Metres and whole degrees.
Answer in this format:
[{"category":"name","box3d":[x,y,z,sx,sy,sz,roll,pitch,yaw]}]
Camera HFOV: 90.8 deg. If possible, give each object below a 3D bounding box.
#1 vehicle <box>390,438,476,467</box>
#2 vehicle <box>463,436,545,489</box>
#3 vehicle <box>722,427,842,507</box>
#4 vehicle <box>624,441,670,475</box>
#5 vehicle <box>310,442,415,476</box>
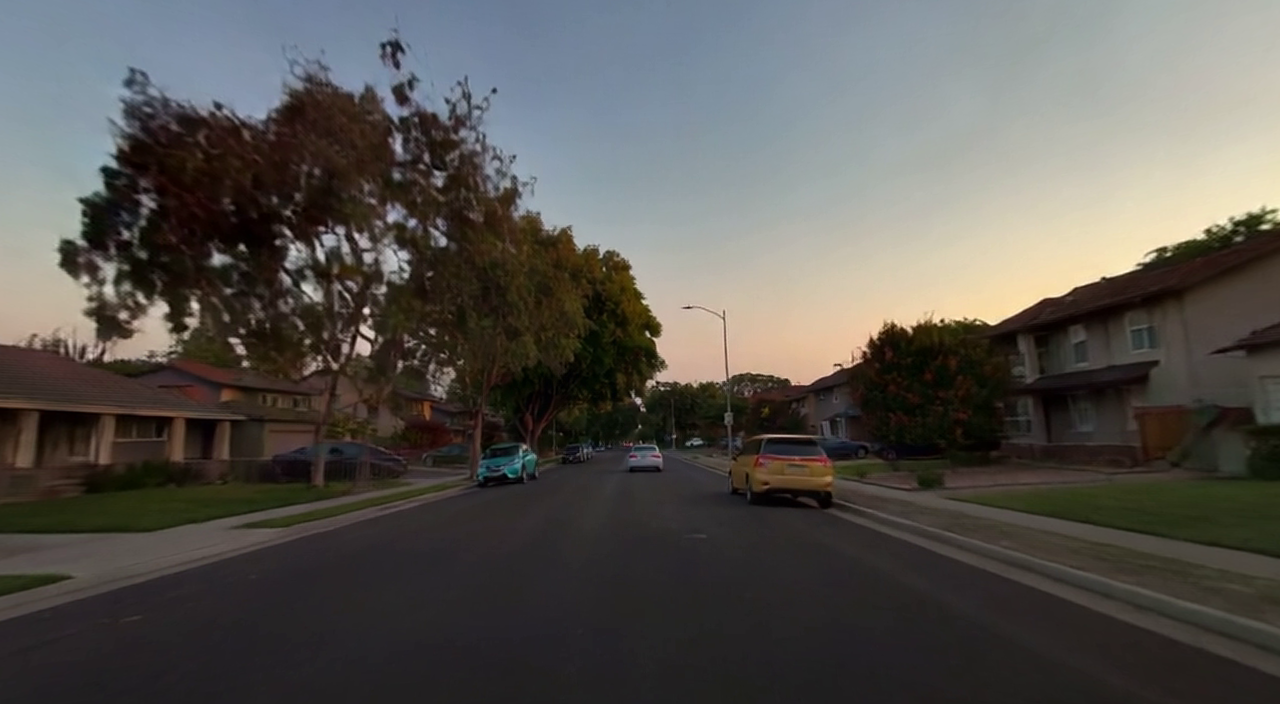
[{"category":"vehicle","box3d":[-13.166,6.442,40.427,4.765,1.791,1.941,0,-9,-1]},{"category":"vehicle","box3d":[-5.355,4.377,25.549,2.126,1.816,4.796,-3,-8,1]},{"category":"vehicle","box3d":[3.330,2.794,15.794,1.978,1.690,4.306,0,-8,0]},{"category":"vehicle","box3d":[0.307,4.870,29.348,2.000,1.449,4.006,0,-8,0]},{"category":"vehicle","box3d":[-13.121,5.070,30.026,4.129,1.523,1.839,0,-9,2]}]
